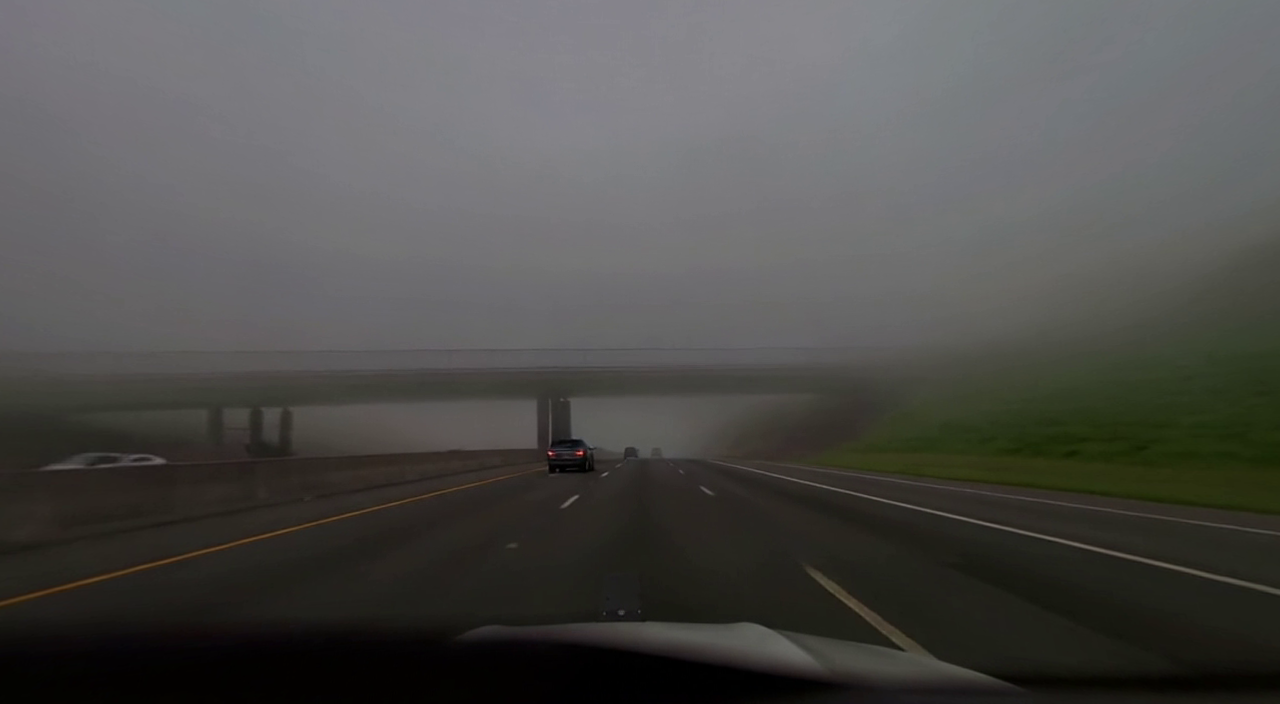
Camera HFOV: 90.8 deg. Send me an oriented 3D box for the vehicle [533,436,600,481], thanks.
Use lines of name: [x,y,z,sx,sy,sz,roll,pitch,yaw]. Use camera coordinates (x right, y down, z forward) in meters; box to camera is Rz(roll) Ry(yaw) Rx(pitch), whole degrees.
vehicle: [-3.010,4.517,26.965,2.181,1.730,4.517,0,-9,2]

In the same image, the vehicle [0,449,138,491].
vehicle: [-22.013,4.480,24.312,1.812,1.445,4.165,0,-9,1]
